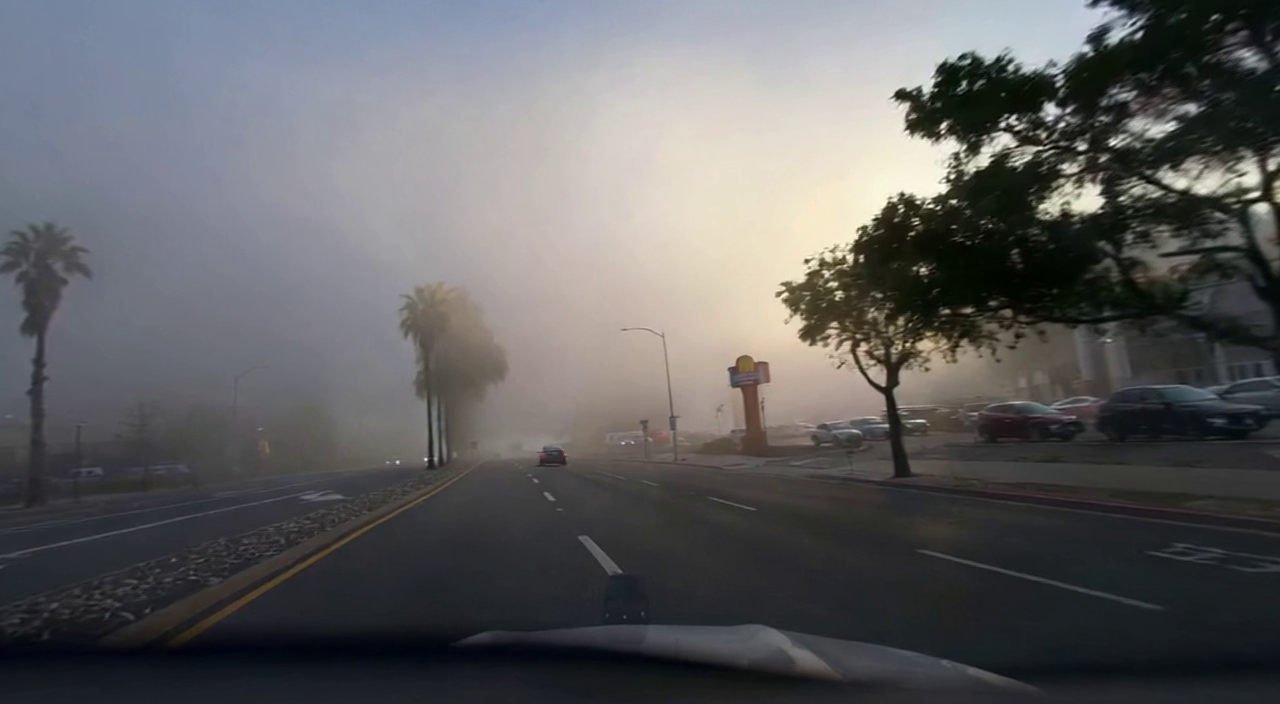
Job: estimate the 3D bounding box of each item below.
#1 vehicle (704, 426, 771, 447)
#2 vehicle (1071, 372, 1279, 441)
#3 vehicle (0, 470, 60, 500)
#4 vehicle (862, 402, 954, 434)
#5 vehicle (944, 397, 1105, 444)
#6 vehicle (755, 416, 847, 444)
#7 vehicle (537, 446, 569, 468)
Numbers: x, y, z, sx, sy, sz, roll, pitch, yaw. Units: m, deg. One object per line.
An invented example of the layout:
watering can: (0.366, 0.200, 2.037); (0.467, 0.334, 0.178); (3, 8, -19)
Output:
vehicle: (7.458, 6.482, 48.331); (4.691, 1.545, 1.900); (1, -8, -9)
vehicle: (14.938, 1.525, 17.249); (4.907, 1.585, 2.018); (0, -12, -8)
vehicle: (-37.894, 8.019, 38.213); (2.067, 1.563, 4.043); (1, -9, -11)
vehicle: (20.387, 5.041, 48.044); (6.052, 2.013, 2.331); (-2, -8, -14)
vehicle: (13.575, 2.464, 22.349); (4.711, 1.546, 1.891); (1, -8, -11)
vehicle: (10.210, 4.984, 40.176); (5.123, 1.730, 2.183); (1, -8, -11)
vehicle: (-6.640, 7.876, 47.526); (2.079, 1.496, 4.538); (2, -9, -11)
